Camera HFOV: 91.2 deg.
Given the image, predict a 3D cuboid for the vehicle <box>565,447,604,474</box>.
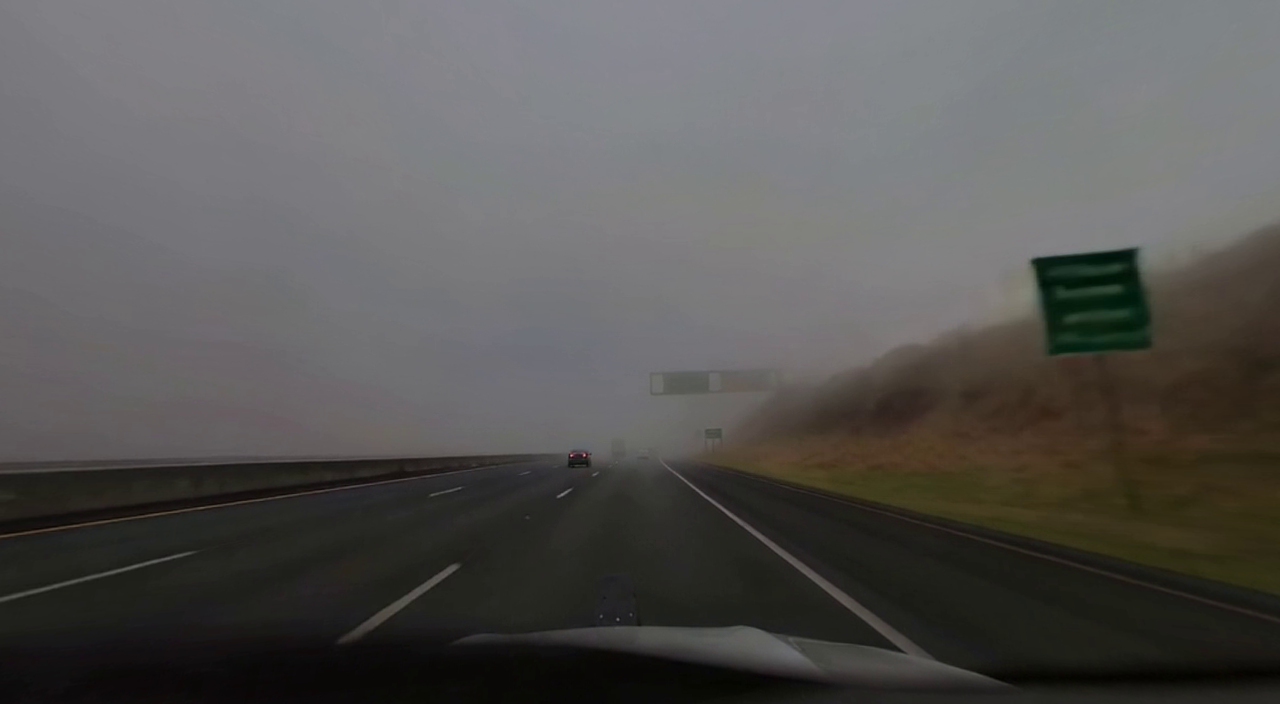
[{"bbox_3d":[-3.236,6.365,37.081,1.895,1.482,3.852,0,-9,1],"label":"vehicle"}]
